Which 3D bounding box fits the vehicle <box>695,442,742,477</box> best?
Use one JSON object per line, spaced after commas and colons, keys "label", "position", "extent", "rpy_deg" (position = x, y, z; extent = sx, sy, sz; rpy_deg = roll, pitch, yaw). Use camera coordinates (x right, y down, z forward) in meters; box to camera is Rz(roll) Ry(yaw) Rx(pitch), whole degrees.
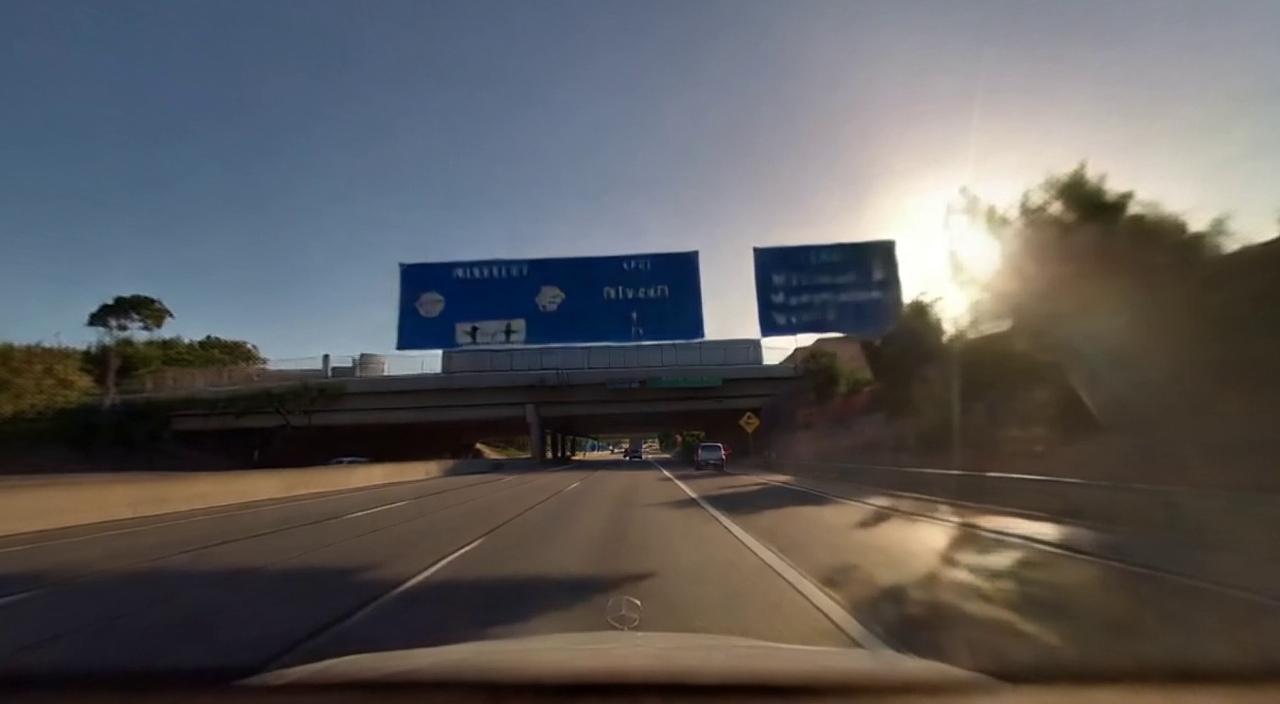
{"label": "vehicle", "position": [4.238, 5.896, 34.828], "extent": [2.133, 1.746, 4.511], "rpy_deg": [0, -9, 1]}
